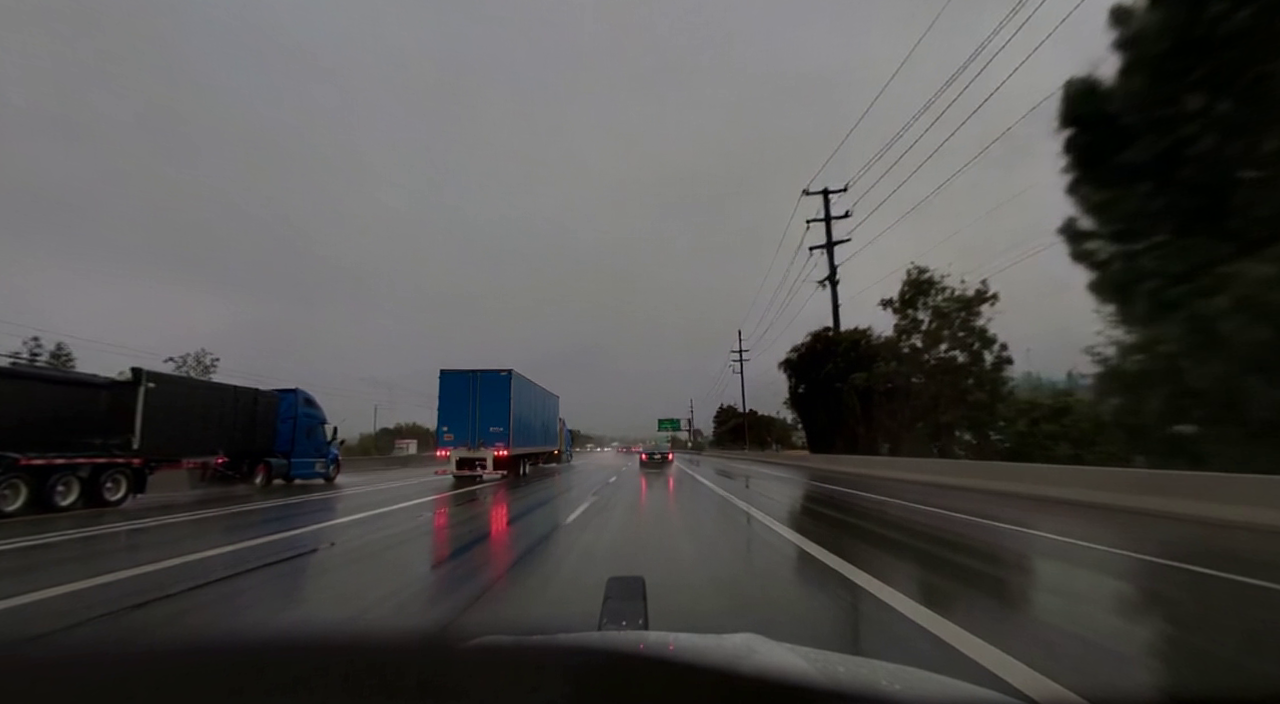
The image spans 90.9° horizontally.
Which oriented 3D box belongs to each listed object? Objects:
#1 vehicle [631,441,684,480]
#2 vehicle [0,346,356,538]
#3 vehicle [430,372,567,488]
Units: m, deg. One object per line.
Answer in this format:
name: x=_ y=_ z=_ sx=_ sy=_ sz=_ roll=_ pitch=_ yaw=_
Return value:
vehicle: x=0.695 y=4.575 z=26.872 sx=2.055 sy=1.514 sz=4.323 roll=0 pitch=-8 yaw=0
vehicle: x=-10.530 y=2.154 z=15.115 sx=2.896 sy=3.140 sz=9.491 roll=0 pitch=-8 yaw=1
vehicle: x=-5.903 y=3.882 z=30.124 sx=2.907 sy=4.081 sz=15.311 roll=0 pitch=-8 yaw=0
